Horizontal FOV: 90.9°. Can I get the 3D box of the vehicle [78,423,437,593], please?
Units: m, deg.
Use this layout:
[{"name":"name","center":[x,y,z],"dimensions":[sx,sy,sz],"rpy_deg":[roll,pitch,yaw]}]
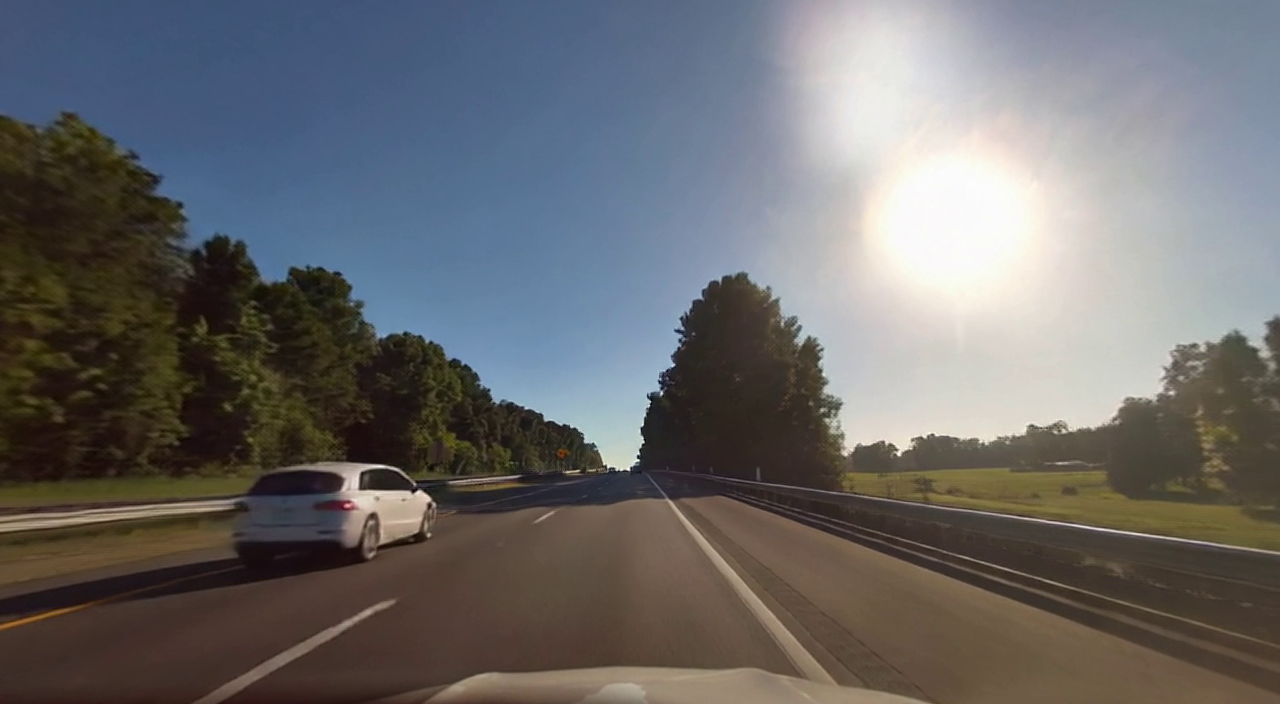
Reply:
[{"name":"vehicle","center":[-4.466,1.924,8.402],"dimensions":[2.042,1.629,4.276],"rpy_deg":[1,-10,0]}]
